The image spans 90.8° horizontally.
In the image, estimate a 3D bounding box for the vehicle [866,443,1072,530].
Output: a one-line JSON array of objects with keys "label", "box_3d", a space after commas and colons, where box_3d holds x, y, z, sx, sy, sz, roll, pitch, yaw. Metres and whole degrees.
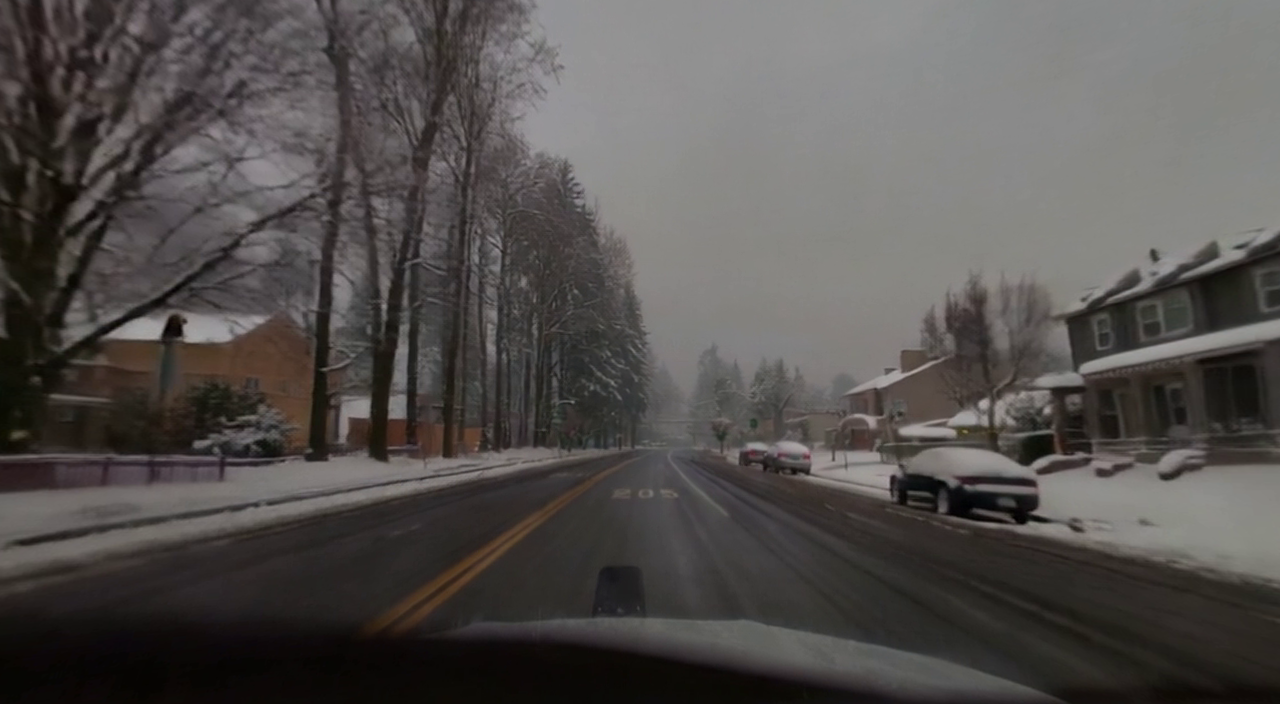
[{"label": "vehicle", "box_3d": [6.483, 2.648, 13.134, 1.913, 1.479, 4.209, 0, -8, -2]}]

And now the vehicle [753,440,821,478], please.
[{"label": "vehicle", "box_3d": [6.507, 4.762, 28.417, 1.893, 1.543, 4.434, 0, -8, -1]}]
